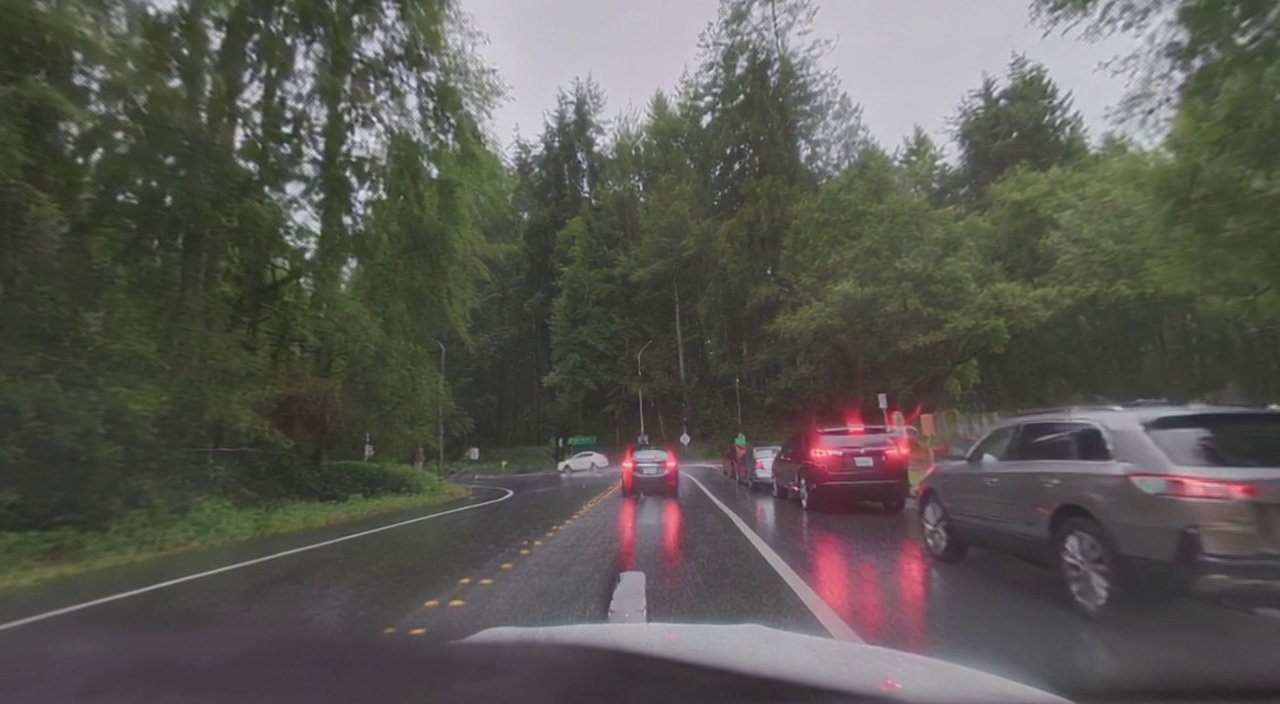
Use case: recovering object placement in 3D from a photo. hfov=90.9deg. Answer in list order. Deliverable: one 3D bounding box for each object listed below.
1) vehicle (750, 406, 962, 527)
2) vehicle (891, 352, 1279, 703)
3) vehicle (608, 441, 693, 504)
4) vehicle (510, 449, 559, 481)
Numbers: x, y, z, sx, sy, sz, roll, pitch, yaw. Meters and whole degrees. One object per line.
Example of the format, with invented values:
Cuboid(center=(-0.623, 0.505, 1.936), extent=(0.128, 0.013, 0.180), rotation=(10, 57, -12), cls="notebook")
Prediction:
Cuboid(center=(4.251, 2.410, 14.003), extent=(2.484, 2.037, 6.362), rotation=(0, -8, 0), cls="vehicle")
Cuboid(center=(4.138, 1.224, 5.459), extent=(2.093, 1.822, 4.483), rotation=(0, -8, 1), cls="vehicle")
Cuboid(center=(0.330, 3.258, 17.585), extent=(2.078, 1.521, 4.058), rotation=(0, -8, 2), cls="vehicle")
Cuboid(center=(-7.338, 7.707, 43.253), extent=(2.131, 1.961, 4.955), rotation=(4, -9, -23), cls="vehicle")
